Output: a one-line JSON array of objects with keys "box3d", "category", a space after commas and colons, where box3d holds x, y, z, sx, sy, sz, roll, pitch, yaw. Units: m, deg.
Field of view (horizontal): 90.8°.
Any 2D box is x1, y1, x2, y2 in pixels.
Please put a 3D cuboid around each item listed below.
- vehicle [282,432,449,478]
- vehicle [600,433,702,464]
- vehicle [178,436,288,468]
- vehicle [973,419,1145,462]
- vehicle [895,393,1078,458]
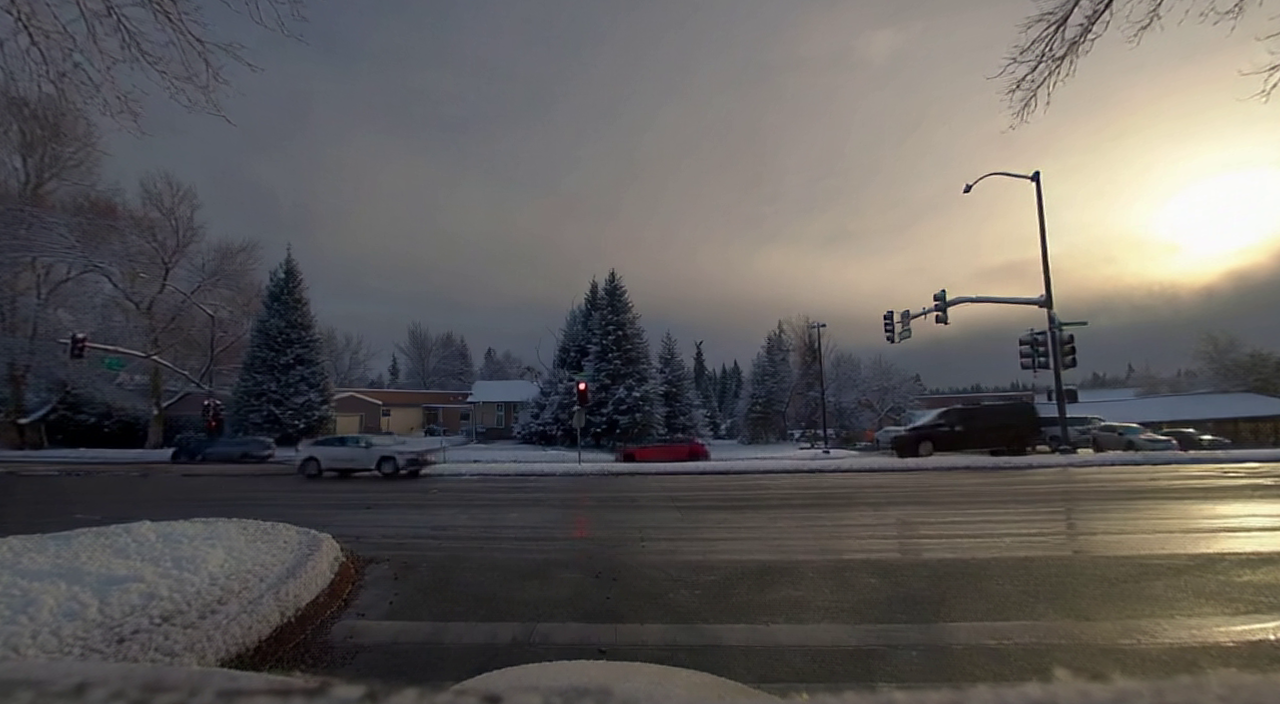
[{"box3d": [-9.296, 3.505, 21.579, 4.836, 1.445, 2.057, -2, -9, 10], "category": "vehicle"}, {"box3d": [0.589, 4.859, 31.800, 4.860, 1.441, 1.934, -2, -9, 12], "category": "vehicle"}, {"box3d": [-21.546, 5.308, 33.545, 4.677, 1.593, 2.029, -2, -9, 10], "category": "vehicle"}, {"box3d": [15.020, 3.221, 22.946, 4.749, 1.461, 1.892, -1, -9, 9], "category": "vehicle"}, {"box3d": [17.965, 3.942, 33.327, 7.790, 3.197, 2.653, -2, -9, 10], "category": "vehicle"}]
